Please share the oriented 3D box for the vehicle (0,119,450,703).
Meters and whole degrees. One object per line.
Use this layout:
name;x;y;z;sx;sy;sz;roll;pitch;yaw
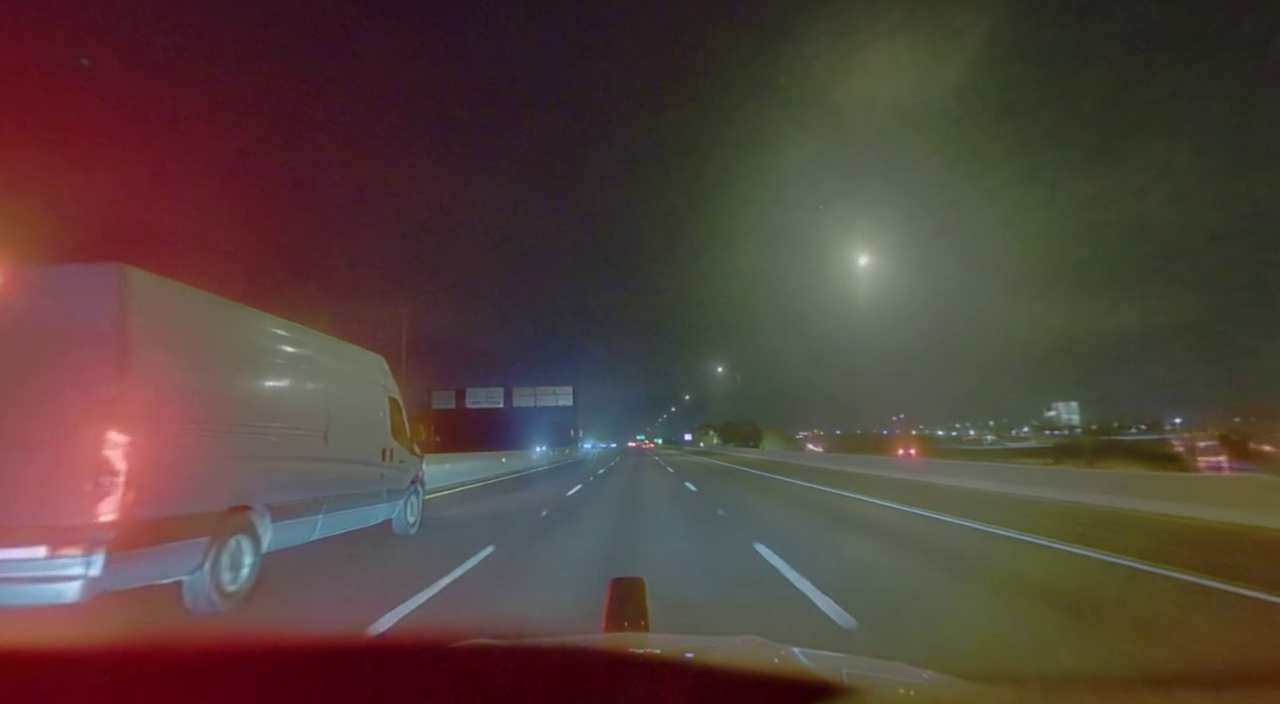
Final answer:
vehicle;-3.924;0.747;5.490;2.443;2.586;6.701;0;-8;0
